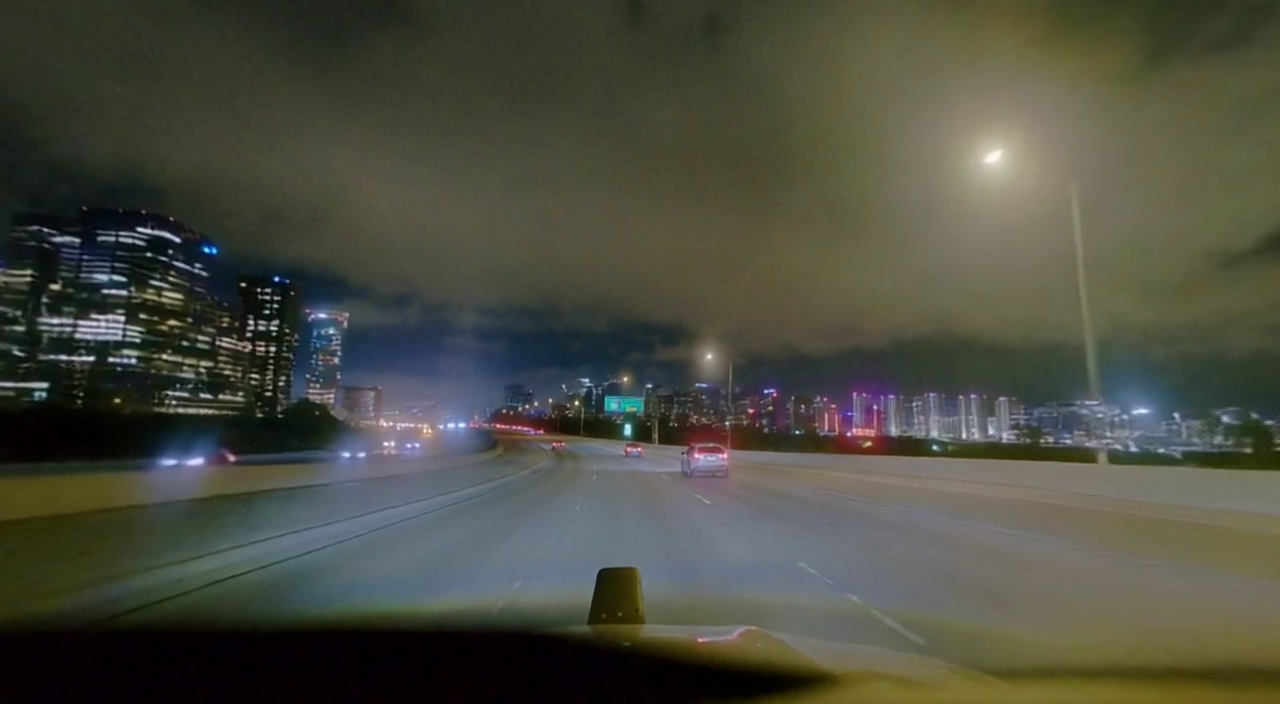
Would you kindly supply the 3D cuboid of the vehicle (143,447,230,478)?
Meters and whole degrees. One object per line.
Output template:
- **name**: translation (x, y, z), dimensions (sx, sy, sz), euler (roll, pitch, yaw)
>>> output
- **vehicle**: translation (-25.995, 6.331, 36.458), dimensions (1.914, 1.650, 4.384), euler (0, -8, -3)

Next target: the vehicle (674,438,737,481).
- **vehicle**: translation (2.931, 4.938, 29.326), dimensions (2.110, 1.780, 4.682), euler (0, -8, -4)
